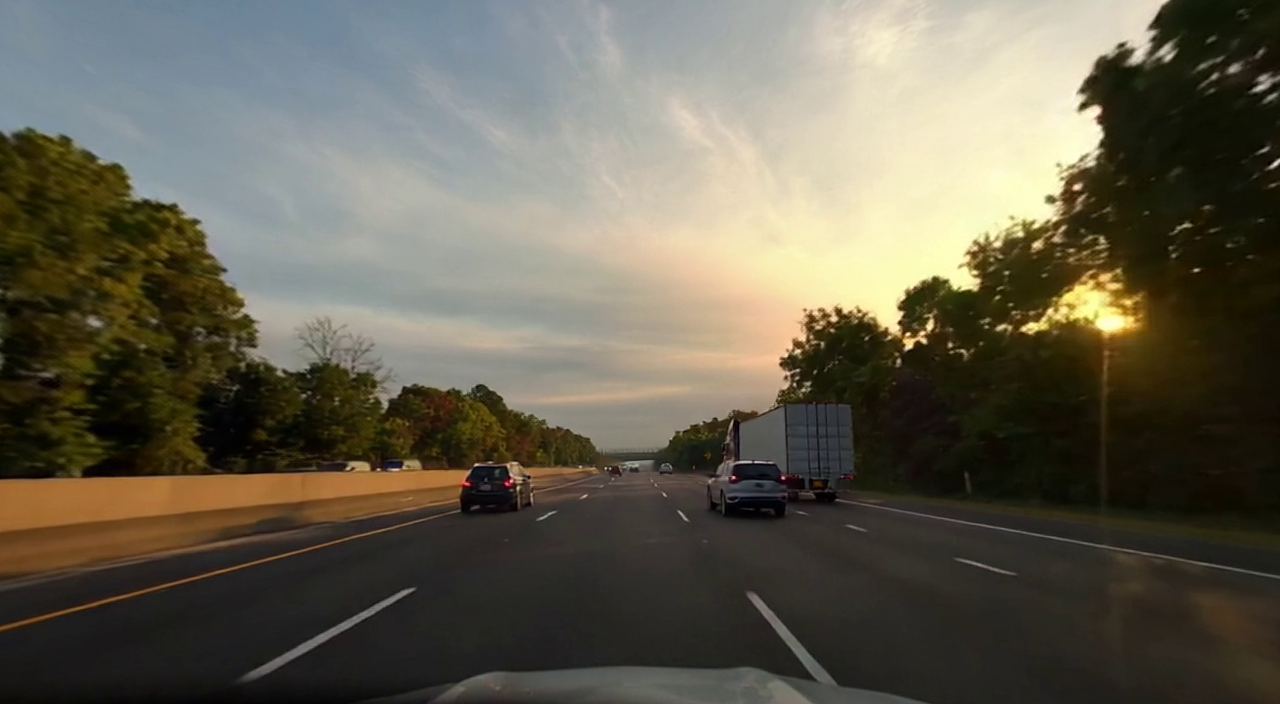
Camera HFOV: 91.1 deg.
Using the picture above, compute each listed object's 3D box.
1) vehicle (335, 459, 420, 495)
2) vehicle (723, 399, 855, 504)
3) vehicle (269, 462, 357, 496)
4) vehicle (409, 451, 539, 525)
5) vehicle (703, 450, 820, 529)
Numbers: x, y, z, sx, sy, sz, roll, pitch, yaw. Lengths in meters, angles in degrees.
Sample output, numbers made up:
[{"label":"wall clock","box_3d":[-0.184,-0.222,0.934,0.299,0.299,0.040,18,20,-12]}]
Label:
[{"label":"vehicle","box_3d":[-11.872,5.669,28.740,1.897,1.459,4.503,1,-10,0]},{"label":"vehicle","box_3d":[7.089,5.521,33.792,2.883,4.151,17.144,1,-10,0]},{"label":"vehicle","box_3d":[-15.599,6.084,30.264,1.832,1.455,4.420,1,-10,0]},{"label":"vehicle","box_3d":[-3.895,3.300,15.606,2.025,1.547,4.150,1,-10,1]},{"label":"vehicle","box_3d":[2.919,3.468,16.261,2.050,1.708,4.457,1,-10,-1]}]
